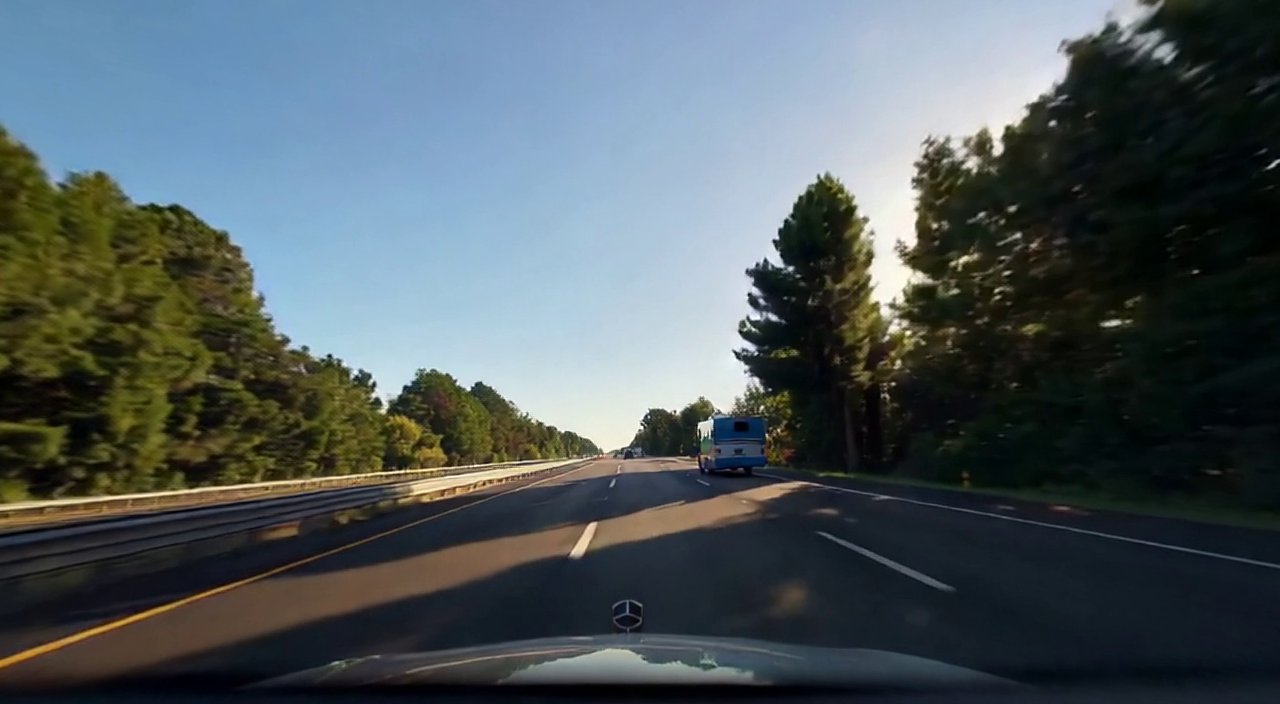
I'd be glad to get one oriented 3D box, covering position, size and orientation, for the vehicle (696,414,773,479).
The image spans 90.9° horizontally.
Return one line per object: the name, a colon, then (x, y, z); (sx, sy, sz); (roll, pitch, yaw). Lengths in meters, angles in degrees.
vehicle: (4.405, 4.594, 30.576); (2.556, 2.763, 6.287); (0, -9, -2)
